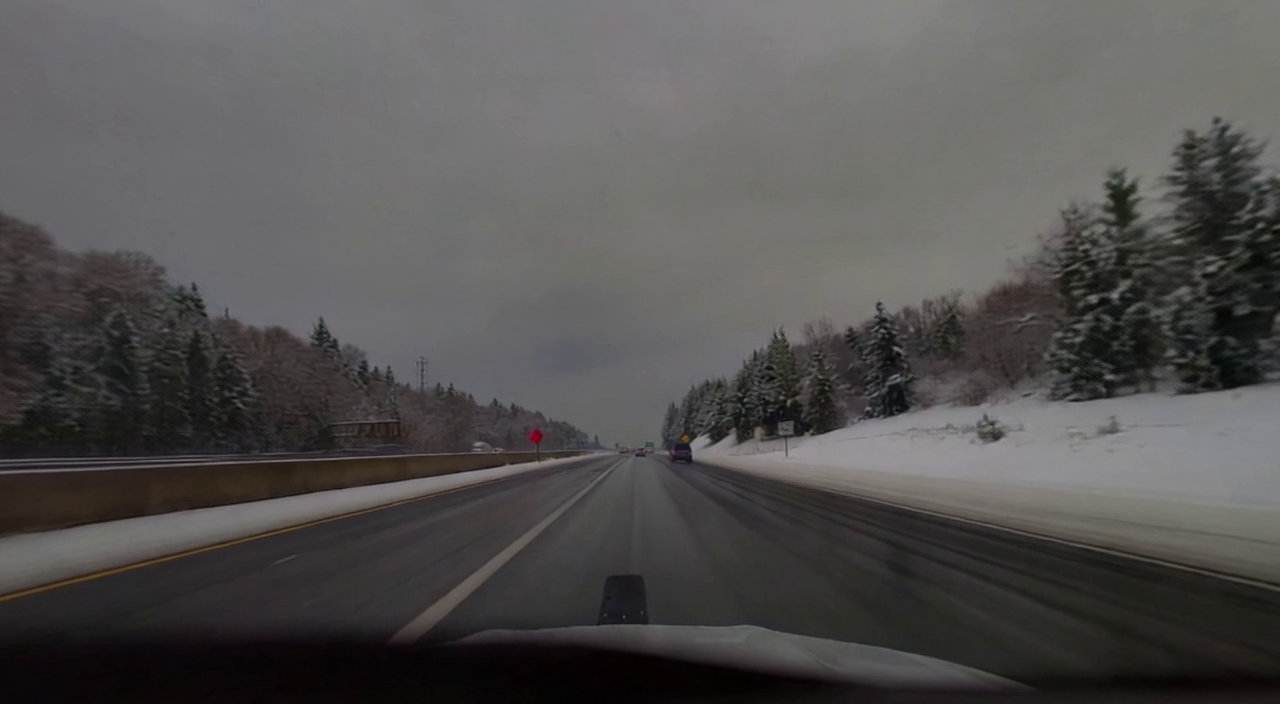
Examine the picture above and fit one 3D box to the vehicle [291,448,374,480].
[{"bbox_3d":[-15.588,5.675,32.259,1.903,1.486,4.666,0,-9,0],"label":"vehicle"}]
